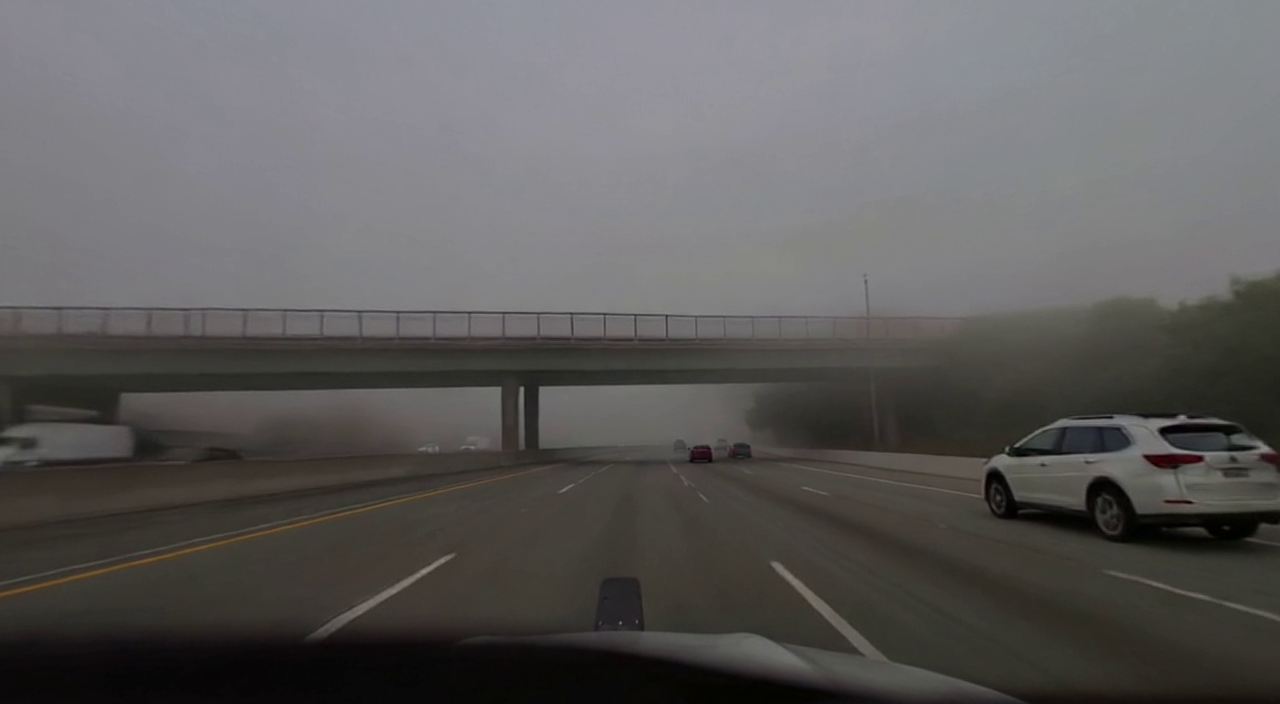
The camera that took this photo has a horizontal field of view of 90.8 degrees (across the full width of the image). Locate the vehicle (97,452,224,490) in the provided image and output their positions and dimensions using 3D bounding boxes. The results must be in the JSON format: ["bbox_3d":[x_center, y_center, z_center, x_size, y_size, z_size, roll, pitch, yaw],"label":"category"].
[{"bbox_3d":[-20.518,5.080,27.329,1.916,1.475,4.525,0,-9,1],"label":"vehicle"}]

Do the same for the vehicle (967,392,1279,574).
[{"bbox_3d":[7.008,1.673,8.855,2.087,1.806,4.946,0,-9,-1],"label":"vehicle"}]

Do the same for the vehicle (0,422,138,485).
[{"bbox_3d":[-28.513,4.899,30.725,2.242,2.658,6.965,0,-9,1],"label":"vehicle"}]

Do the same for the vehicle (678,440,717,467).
[{"bbox_3d":[3.353,5.970,37.424,1.981,1.471,4.342,0,-9,1],"label":"vehicle"}]
